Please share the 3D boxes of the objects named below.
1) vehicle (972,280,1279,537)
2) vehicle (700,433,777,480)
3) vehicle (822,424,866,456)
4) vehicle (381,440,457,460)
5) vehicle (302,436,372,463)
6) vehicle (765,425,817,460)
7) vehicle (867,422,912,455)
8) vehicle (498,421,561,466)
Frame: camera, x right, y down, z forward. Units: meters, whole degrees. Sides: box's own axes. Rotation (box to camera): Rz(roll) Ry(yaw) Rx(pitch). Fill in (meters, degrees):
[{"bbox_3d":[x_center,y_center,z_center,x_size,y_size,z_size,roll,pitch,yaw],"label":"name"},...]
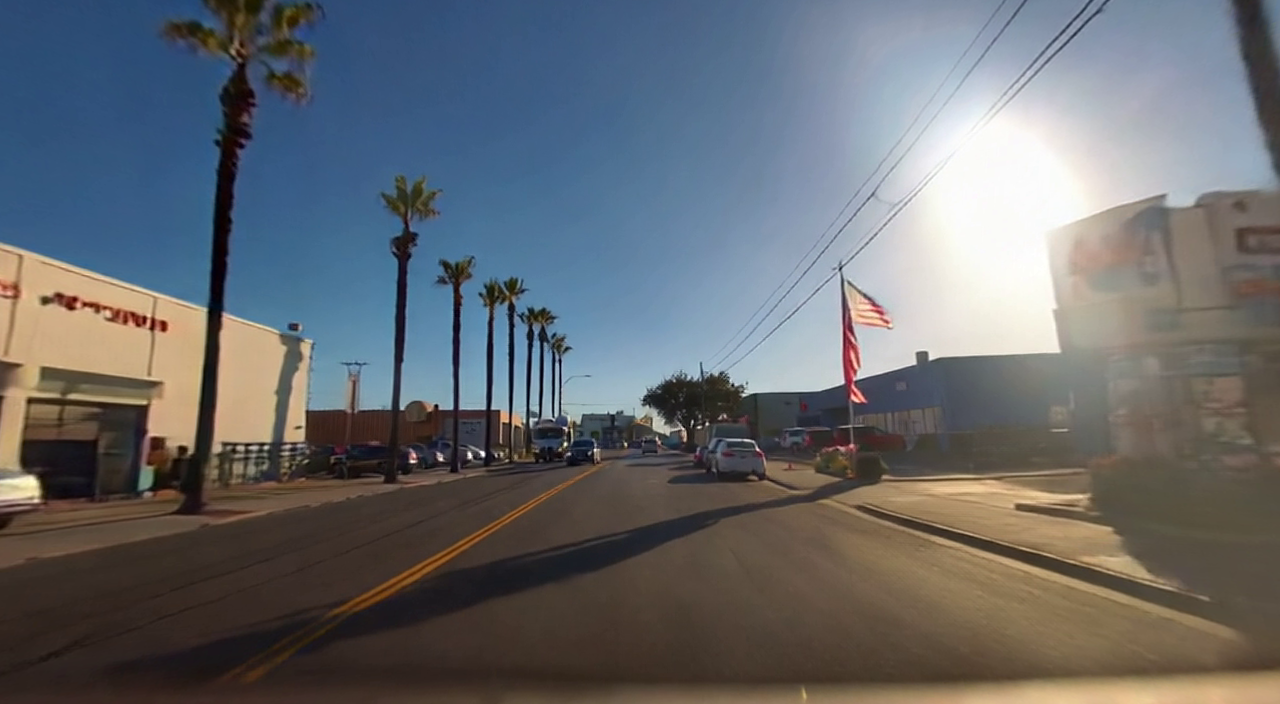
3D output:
[{"bbox_3d":[8.873,1.000,9.692,2.958,2.947,8.284,0,-8,-1],"label":"vehicle"},{"bbox_3d":[3.639,3.967,24.238,2.111,1.611,4.576,0,-8,-1],"label":"vehicle"},{"bbox_3d":[12.690,5.479,39.157,2.159,1.840,4.404,-4,-9,23],"label":"vehicle"},{"bbox_3d":[-16.576,7.349,47.533,4.890,1.483,2.055,0,-8,3],"label":"vehicle"},{"bbox_3d":[-20.412,6.592,42.908,2.152,1.746,5.461,0,-8,-1],"label":"vehicle"},{"bbox_3d":[9.374,5.550,38.805,2.325,1.877,5.987,-6,-9,19],"label":"vehicle"},{"bbox_3d":[15.286,5.351,38.803,2.311,1.876,4.987,-3,-9,20],"label":"vehicle"},{"bbox_3d":[-7.559,6.383,44.137,2.845,2.738,7.208,-3,-8,1],"label":"vehicle"}]
